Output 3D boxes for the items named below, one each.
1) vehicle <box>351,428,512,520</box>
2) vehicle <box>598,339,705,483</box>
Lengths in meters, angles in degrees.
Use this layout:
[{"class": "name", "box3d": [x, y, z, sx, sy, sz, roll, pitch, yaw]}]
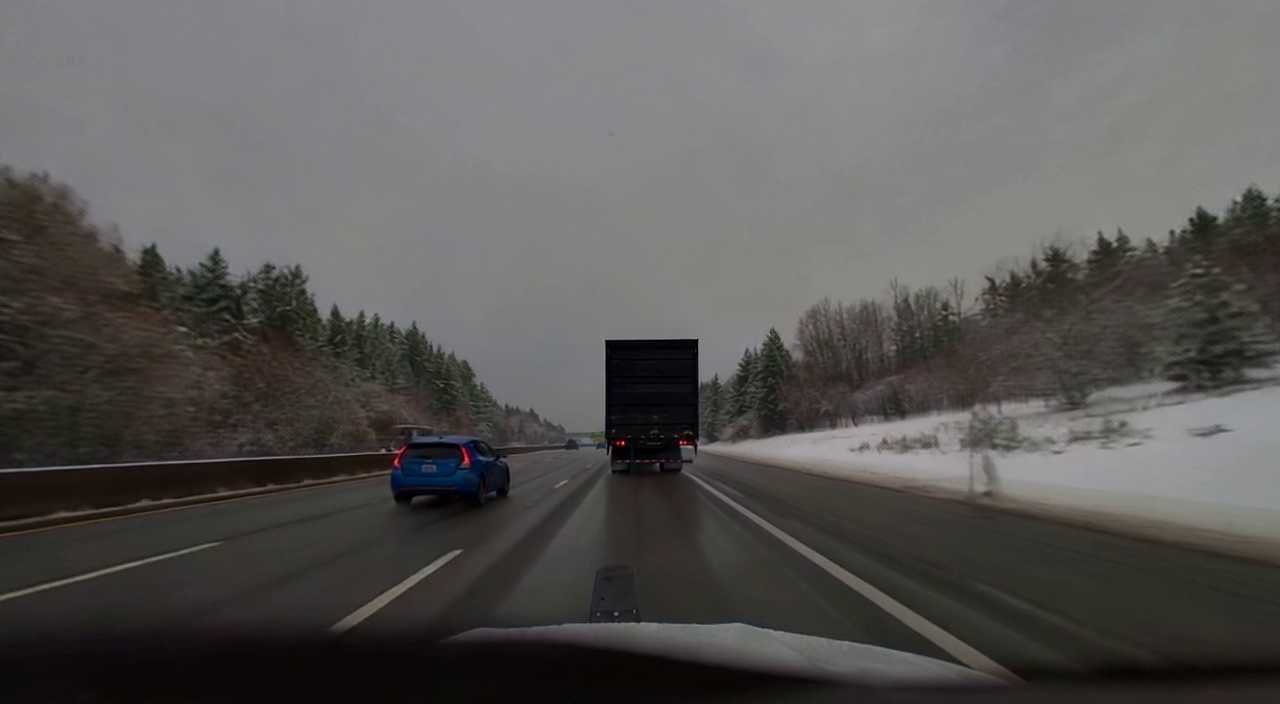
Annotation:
[{"class": "vehicle", "box3d": [-3.962, 2.380, 12.834, 1.854, 1.530, 4.268, 0, -8, -1]}, {"class": "vehicle", "box3d": [0.218, 2.443, 23.651, 3.073, 4.196, 10.546, 0, -8, -1]}]
